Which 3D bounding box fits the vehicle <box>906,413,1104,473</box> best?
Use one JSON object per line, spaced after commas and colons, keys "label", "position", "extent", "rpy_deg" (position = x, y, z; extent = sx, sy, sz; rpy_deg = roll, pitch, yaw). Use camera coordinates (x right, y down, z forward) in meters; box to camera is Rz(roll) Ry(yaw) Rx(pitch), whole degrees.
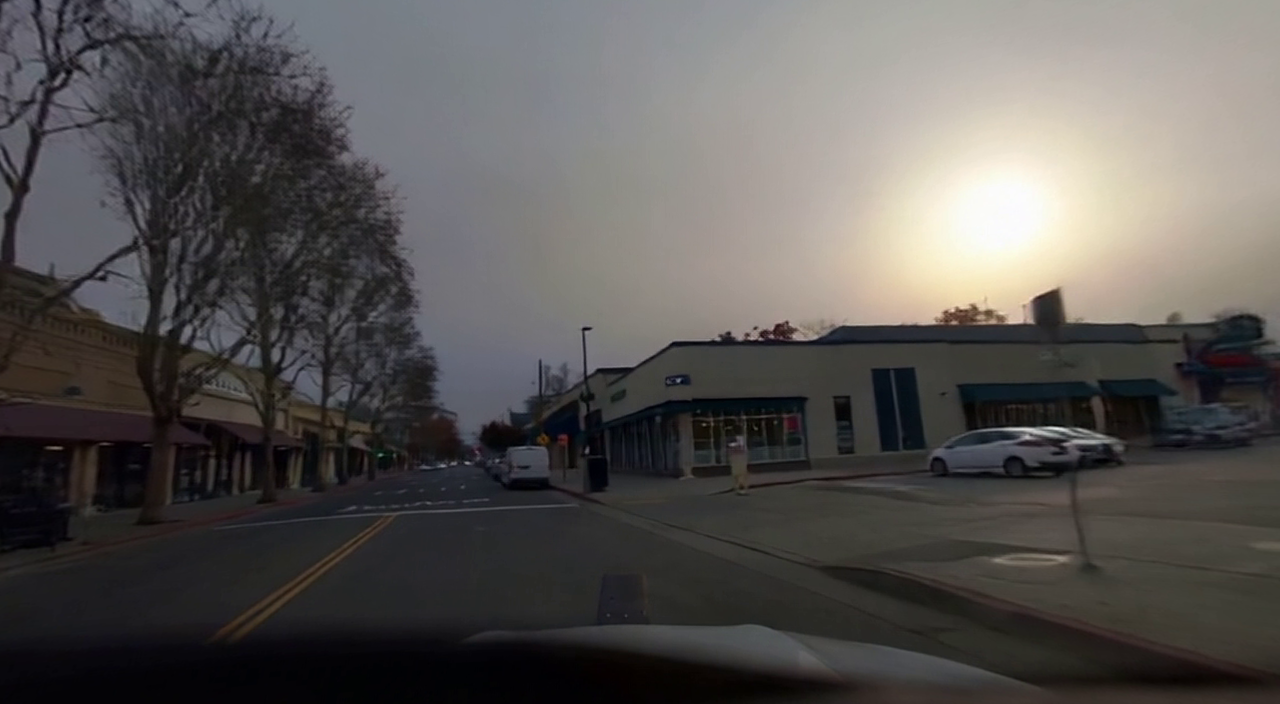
{"label": "vehicle", "position": [11.079, 2.889, 19.508], "extent": [1.869, 1.618, 4.814], "rpy_deg": [6, -12, -40]}

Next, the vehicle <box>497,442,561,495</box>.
{"label": "vehicle", "position": [-4.932, 5.031, 27.512], "extent": [2.150, 2.013, 4.748], "rpy_deg": [1, -9, -17]}
